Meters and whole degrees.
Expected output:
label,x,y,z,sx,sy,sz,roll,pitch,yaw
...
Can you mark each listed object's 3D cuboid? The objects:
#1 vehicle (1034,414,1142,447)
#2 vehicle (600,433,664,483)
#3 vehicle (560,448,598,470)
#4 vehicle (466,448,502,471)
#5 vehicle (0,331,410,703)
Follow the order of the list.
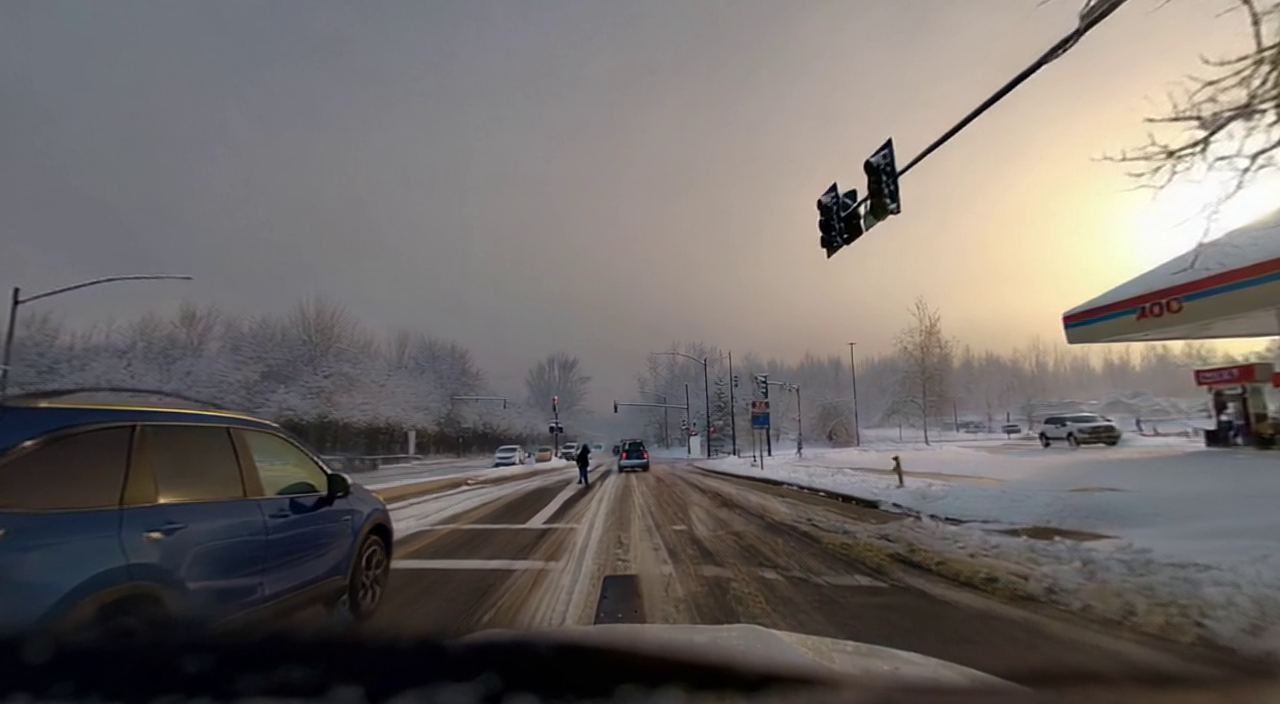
label,x,y,z,sx,sy,sz,roll,pitch,yaw
vehicle,27.738,4.894,39.093,5.102,1.893,2.120,0,-9,-2
vehicle,-0.389,4.667,28.039,2.552,1.999,5.498,0,-9,-2
vehicle,-4.185,7.424,43.963,2.192,1.458,4.594,0,-9,0
vehicle,-12.182,8.439,49.405,1.943,1.643,4.167,-1,-8,-3
vehicle,-3.295,1.032,3.568,2.247,1.734,4.919,0,-9,-2
